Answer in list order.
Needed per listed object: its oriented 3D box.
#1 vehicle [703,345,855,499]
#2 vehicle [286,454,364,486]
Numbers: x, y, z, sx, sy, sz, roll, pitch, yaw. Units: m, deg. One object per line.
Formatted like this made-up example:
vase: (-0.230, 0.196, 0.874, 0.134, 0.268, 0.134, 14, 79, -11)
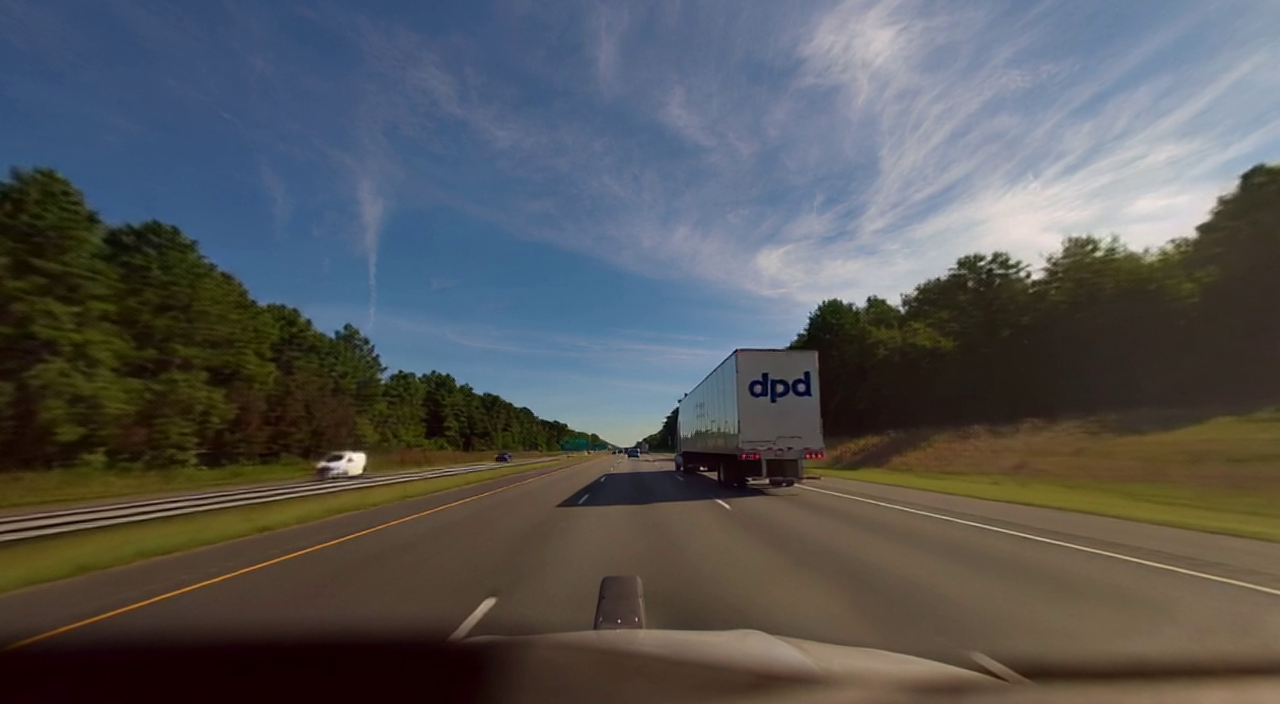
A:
vehicle: (3.946, 2.397, 20.292, 2.856, 3.933, 8.334, 0, -9, -1)
vehicle: (-17.326, 6.472, 34.830, 1.884, 1.617, 4.603, 0, -9, 0)
